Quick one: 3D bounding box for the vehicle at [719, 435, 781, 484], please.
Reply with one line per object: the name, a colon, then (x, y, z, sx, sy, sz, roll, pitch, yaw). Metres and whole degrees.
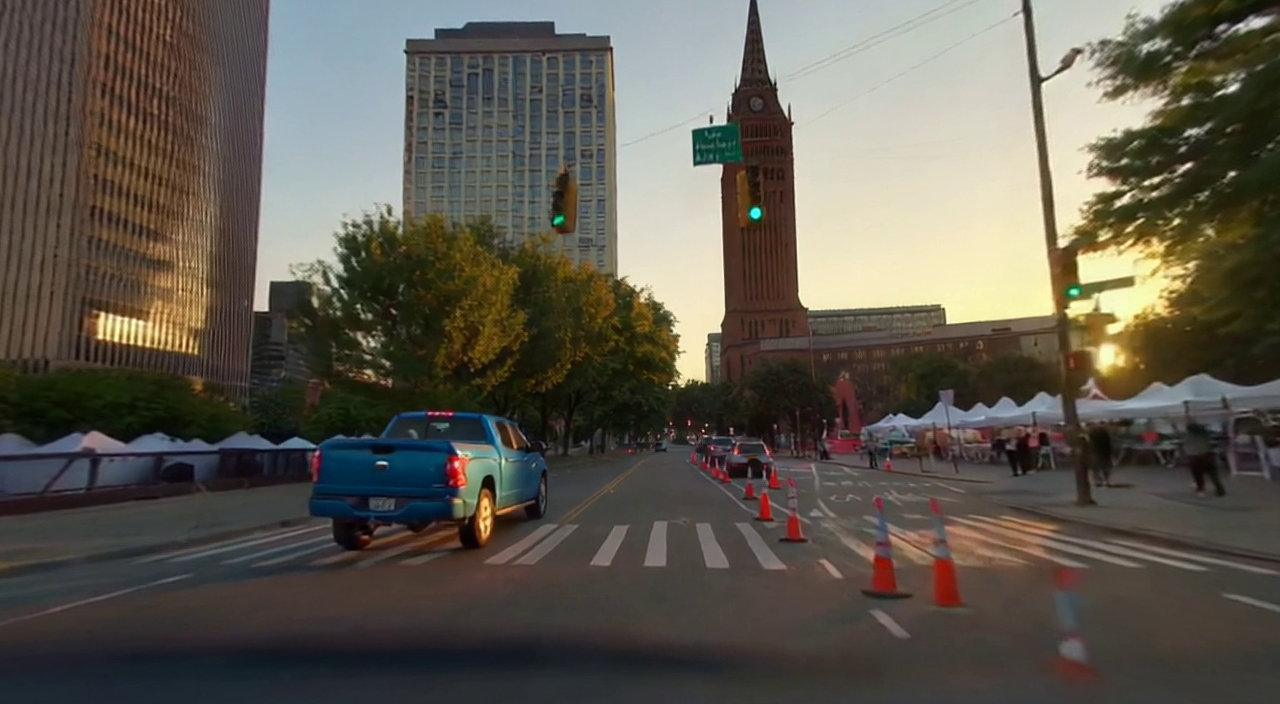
vehicle: (3.933, 3.880, 23.106, 2.023, 1.607, 4.225, -1, -8, 7)

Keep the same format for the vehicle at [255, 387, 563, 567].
vehicle: (-2.895, 1.780, 9.805, 2.452, 1.954, 5.653, -1, -8, 2)
